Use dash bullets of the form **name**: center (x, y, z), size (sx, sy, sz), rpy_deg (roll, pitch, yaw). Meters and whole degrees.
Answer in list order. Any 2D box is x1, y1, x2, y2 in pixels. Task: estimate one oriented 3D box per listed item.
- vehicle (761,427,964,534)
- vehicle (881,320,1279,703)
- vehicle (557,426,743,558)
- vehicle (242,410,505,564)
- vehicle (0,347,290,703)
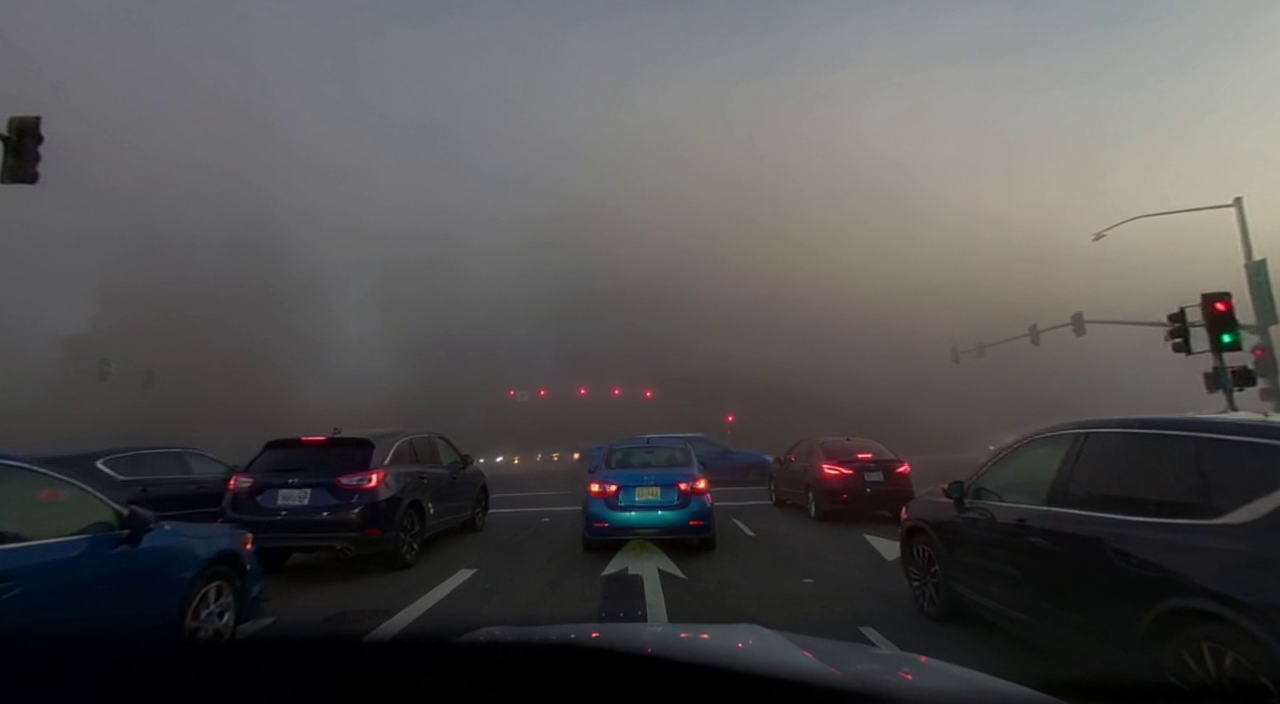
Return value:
- **vehicle**: center (3.535, 2.132, 11.082), size (1.874, 1.487, 4.404), rpy_deg (0, -9, -1)
- **vehicle**: center (3.233, 0.922, 3.289), size (2.178, 1.691, 4.314), rpy_deg (0, -9, -1)
- **vehicle**: center (0.056, 1.900, 9.275), size (2.114, 1.482, 4.056), rpy_deg (0, -9, -2)
- **vehicle**: center (-3.427, 1.828, 9.221), size (1.958, 1.693, 4.242), rpy_deg (0, -9, 0)
- **vehicle**: center (-3.355, 0.759, 1.907), size (2.034, 1.655, 4.465), rpy_deg (0, -9, 0)
